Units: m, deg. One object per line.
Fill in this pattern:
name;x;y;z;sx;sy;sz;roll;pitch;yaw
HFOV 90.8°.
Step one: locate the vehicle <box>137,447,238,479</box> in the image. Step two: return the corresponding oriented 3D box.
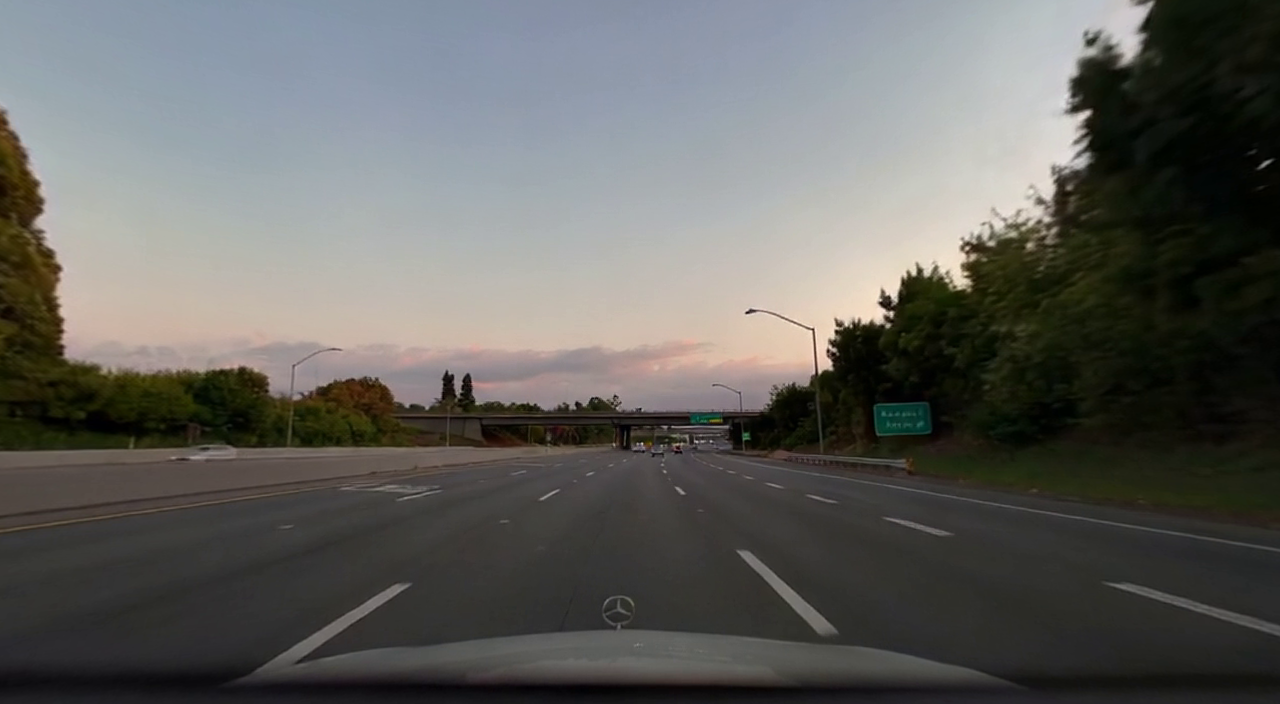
vehicle;-21.501;5.259;30.259;1.765;1.419;4.186;0;-9;-1
